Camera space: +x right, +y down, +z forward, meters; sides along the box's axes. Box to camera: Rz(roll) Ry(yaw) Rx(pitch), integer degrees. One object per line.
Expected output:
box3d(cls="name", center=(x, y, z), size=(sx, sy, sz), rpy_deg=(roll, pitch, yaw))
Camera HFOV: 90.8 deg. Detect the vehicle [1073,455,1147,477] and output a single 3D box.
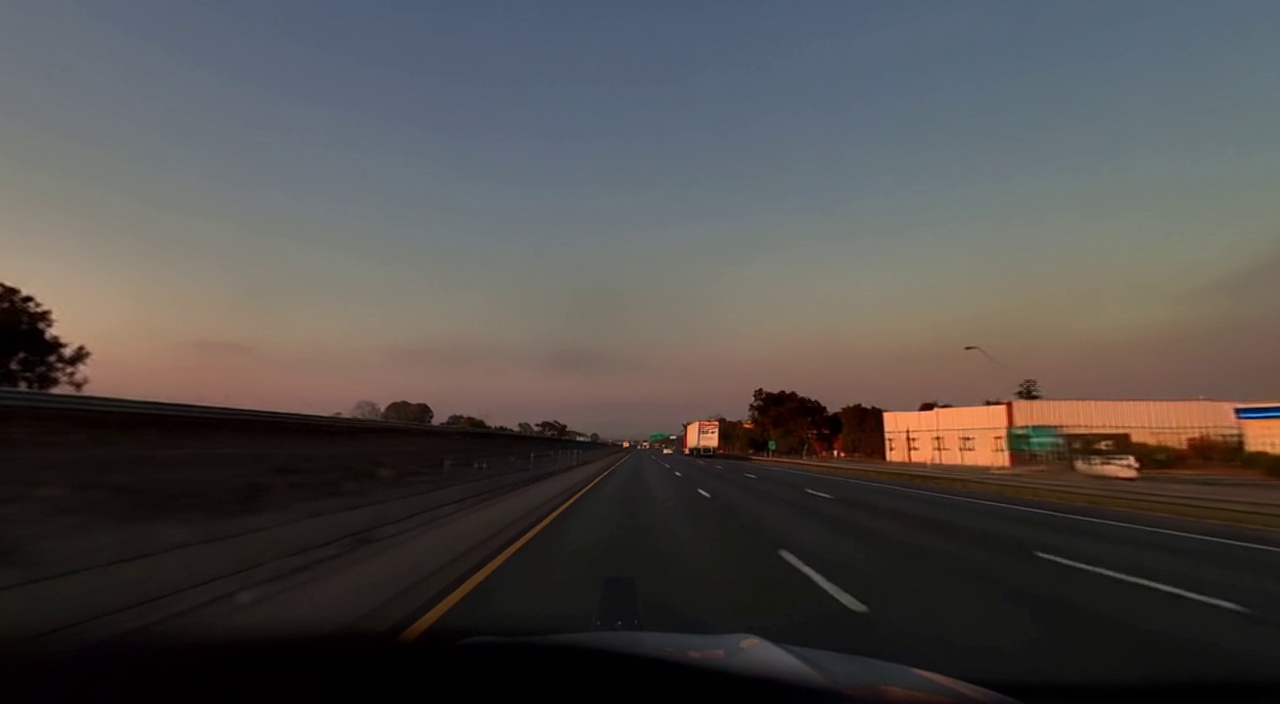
box3d(cls="vehicle", center=(35.628, 8.637, 48.036), size=(1.887, 1.471, 4.865), rpy_deg=(0, -8, 0))
